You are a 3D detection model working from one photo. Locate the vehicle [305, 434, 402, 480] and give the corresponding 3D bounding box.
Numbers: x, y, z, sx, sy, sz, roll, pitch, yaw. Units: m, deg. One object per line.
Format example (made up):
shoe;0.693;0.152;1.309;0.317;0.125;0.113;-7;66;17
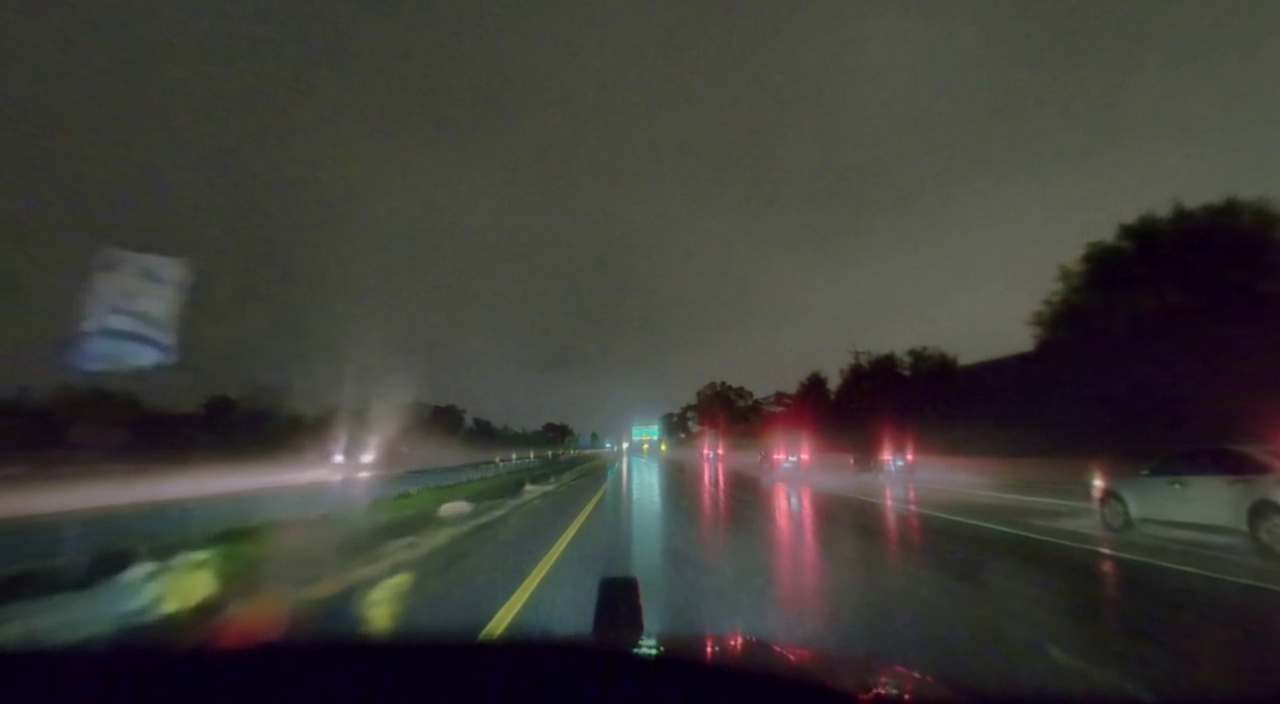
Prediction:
vehicle;-12.073;4.442;26.779;2.106;1.766;4.400;0;-9;-1
